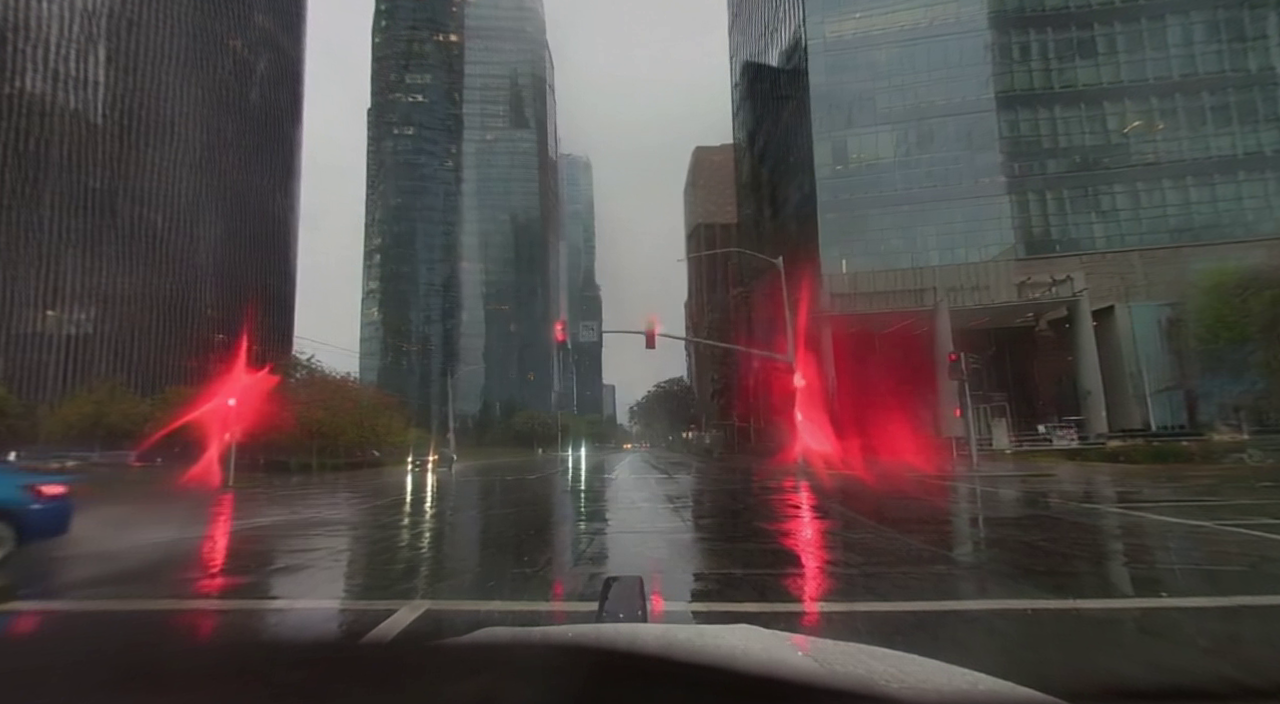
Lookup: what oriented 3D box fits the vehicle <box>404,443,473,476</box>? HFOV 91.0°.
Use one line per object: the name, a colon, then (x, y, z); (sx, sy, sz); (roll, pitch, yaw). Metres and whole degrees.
vehicle: (-11.575, 6.217, 36.582); (2.069, 1.771, 4.947); (0, -9, 3)
